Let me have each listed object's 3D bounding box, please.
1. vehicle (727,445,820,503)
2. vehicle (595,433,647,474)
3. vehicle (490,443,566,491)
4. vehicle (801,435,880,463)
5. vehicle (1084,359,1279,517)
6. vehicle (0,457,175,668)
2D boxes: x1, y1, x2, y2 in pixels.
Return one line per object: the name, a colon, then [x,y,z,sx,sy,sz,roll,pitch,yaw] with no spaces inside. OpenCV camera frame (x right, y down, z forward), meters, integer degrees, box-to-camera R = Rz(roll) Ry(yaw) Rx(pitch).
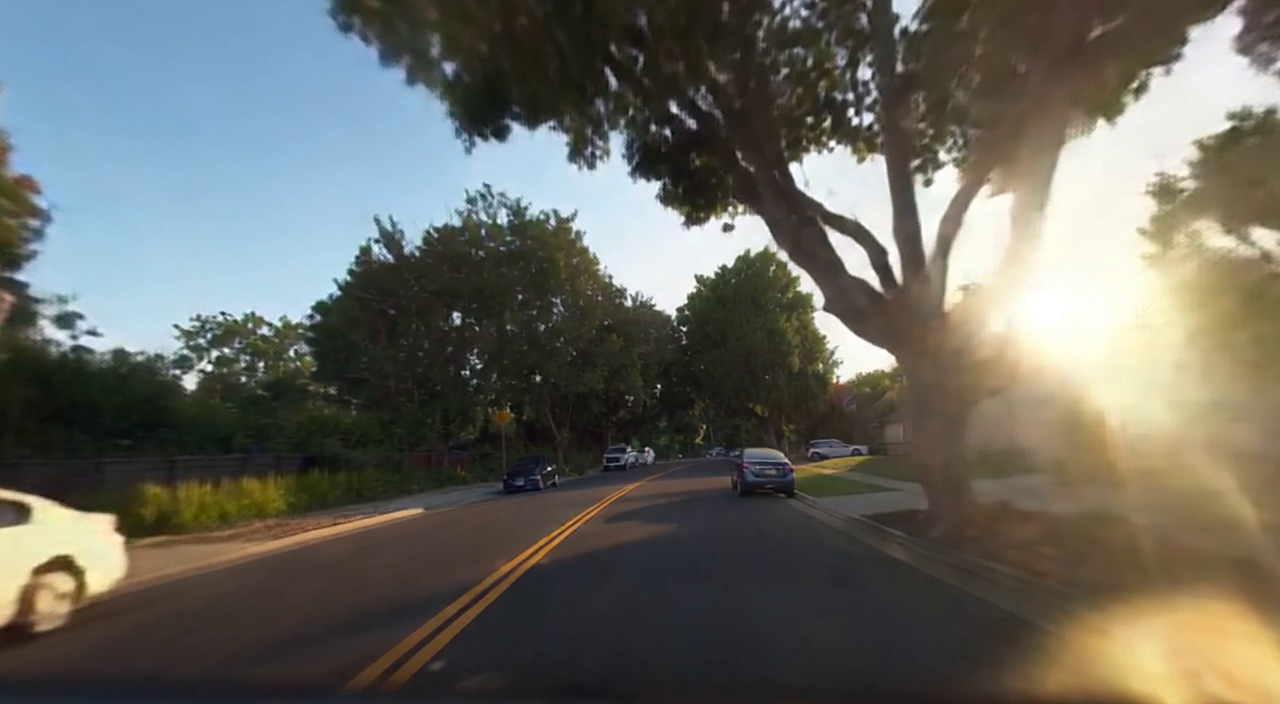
vehicle: [3.724,3.462,18.405,1.972,1.460,4.137,-1,-8,2]
vehicle: [-1.271,7.435,45.534,2.334,2.126,6.444,-6,-16,10]
vehicle: [-4.440,4.773,25.729,2.005,1.557,4.172,-3,-15,5]
vehicle: [14.768,7.209,46.733,5.325,1.939,2.150,-3,-9,16]
vehicle: [9.406,1.147,8.561,5.009,1.906,2.046,-1,-8,5]
vehicle: [-5.853,1.499,4.284,1.972,1.536,4.347,-3,-15,1]
